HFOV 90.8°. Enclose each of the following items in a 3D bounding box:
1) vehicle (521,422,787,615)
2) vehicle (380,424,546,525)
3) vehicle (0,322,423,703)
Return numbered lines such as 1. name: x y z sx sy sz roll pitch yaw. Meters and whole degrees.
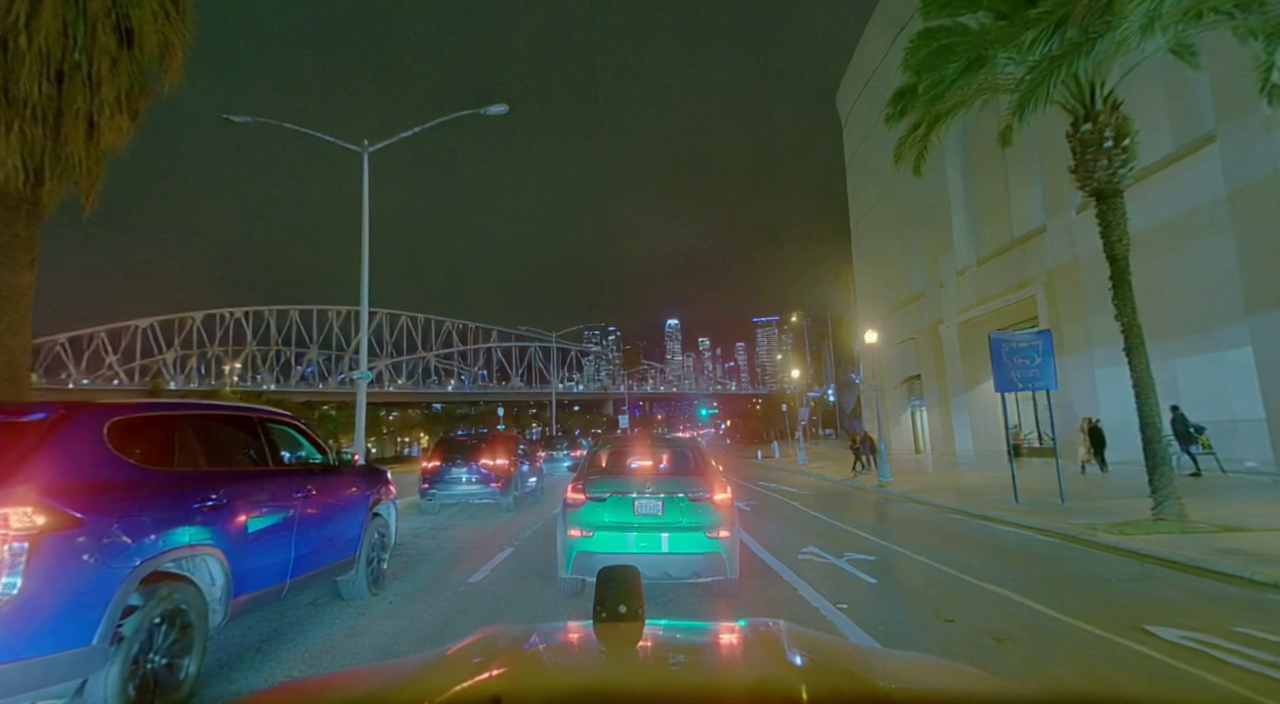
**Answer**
1. vehicle: 0.090 1.591 6.989 2.036 1.461 4.129 0 -8 0
2. vehicle: -3.198 2.300 12.385 1.955 1.637 4.032 0 -8 2
3. vehicle: -3.261 1.063 4.187 2.014 1.740 4.359 0 -8 1
